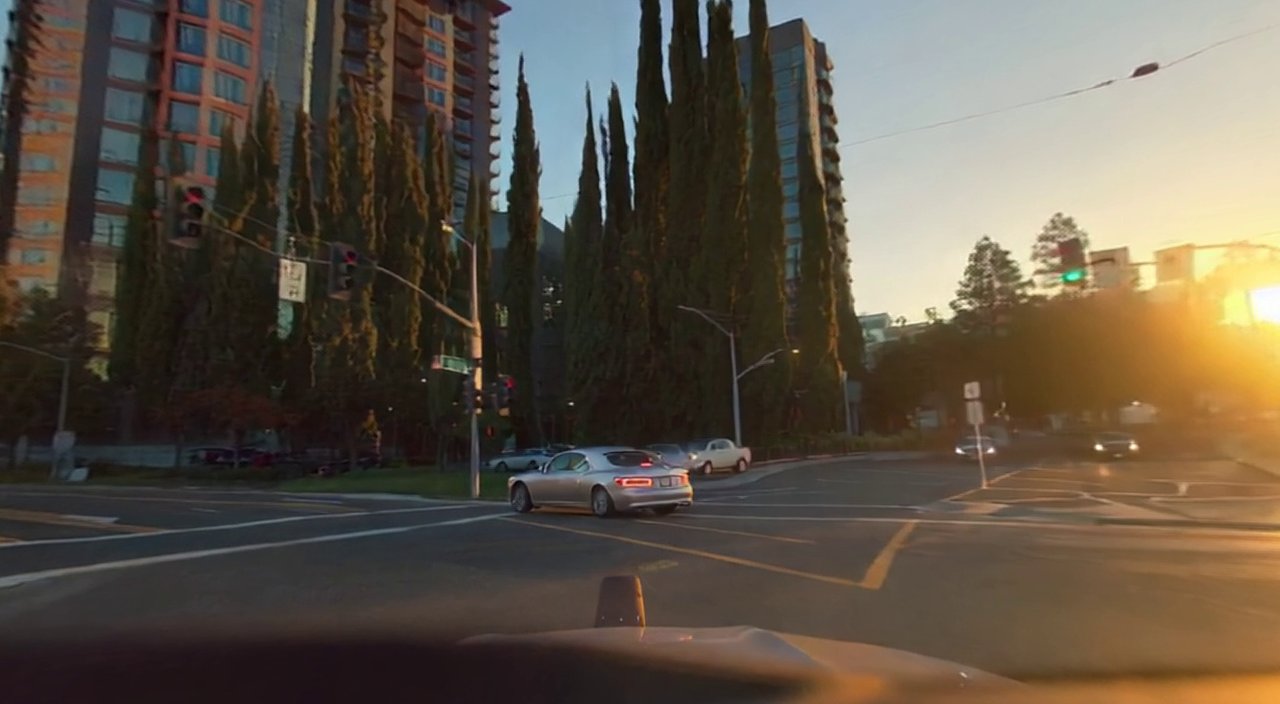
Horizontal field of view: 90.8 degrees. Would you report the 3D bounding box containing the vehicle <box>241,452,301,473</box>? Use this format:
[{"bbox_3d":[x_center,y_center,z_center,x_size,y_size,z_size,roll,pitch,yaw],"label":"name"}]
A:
[{"bbox_3d":[-26.678,7.991,45.759,1.627,1.392,3.330,-3,-9,24],"label":"vehicle"}]

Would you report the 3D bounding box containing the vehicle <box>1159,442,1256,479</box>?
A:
[{"bbox_3d":[23.263,4.427,26.092,1.889,1.358,3.751,-4,-9,25],"label":"vehicle"}]

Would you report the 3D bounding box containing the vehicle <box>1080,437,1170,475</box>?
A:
[{"bbox_3d":[20.471,4.385,26.865,1.983,1.453,4.180,-3,-9,23],"label":"vehicle"}]

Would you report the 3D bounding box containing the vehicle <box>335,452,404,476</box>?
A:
[{"bbox_3d":[-17.699,7.340,41.514,1.709,1.410,3.945,-3,-9,23],"label":"vehicle"}]

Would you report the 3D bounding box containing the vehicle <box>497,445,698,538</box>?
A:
[{"bbox_3d":[-1.020,2.696,12.970,1.903,1.529,4.254,7,-11,-40],"label":"vehicle"}]

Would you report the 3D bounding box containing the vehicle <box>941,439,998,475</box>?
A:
[{"bbox_3d":[15.280,4.850,29.499,2.024,1.489,4.613,-4,-9,24],"label":"vehicle"}]

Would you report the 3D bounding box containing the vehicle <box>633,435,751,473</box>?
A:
[{"bbox_3d":[2.802,5.503,34.342,6.021,1.868,2.172,-4,-9,24],"label":"vehicle"}]
